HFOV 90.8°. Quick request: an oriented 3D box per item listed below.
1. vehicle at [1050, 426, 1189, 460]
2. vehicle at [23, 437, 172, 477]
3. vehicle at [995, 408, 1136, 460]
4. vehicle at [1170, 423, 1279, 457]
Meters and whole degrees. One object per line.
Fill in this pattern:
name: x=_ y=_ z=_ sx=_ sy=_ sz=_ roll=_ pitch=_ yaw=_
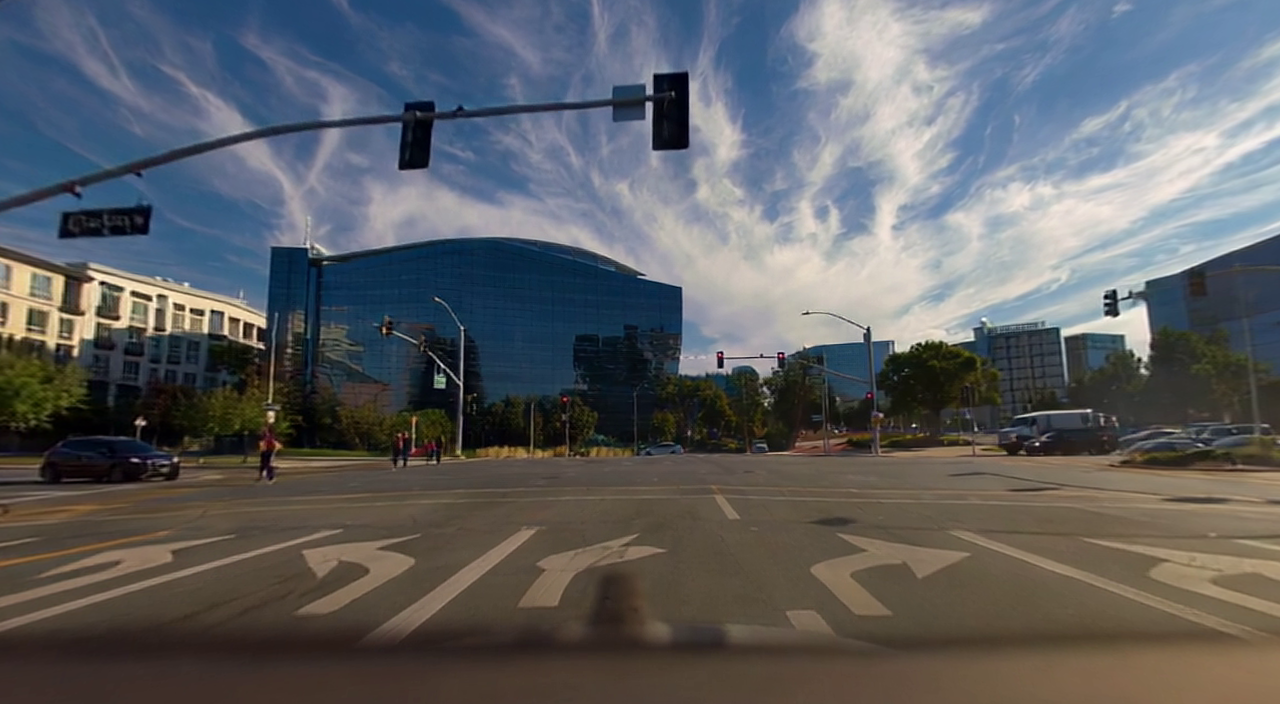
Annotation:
vehicle: x=21.945 y=4.207 z=29.090 sx=4.740 sy=1.464 sz=1.876 roll=-1 pitch=-9 yaw=4
vehicle: x=-21.168 y=4.100 z=24.757 sx=4.265 sy=1.493 sz=1.871 roll=-1 pitch=-9 yaw=5
vehicle: x=23.685 y=4.626 z=35.417 sx=5.855 sy=2.746 sz=2.523 roll=-1 pitch=-9 yaw=5
vehicle: x=32.210 y=4.793 z=34.244 sx=4.896 sy=1.729 sz=1.952 roll=-1 pitch=-9 yaw=5
